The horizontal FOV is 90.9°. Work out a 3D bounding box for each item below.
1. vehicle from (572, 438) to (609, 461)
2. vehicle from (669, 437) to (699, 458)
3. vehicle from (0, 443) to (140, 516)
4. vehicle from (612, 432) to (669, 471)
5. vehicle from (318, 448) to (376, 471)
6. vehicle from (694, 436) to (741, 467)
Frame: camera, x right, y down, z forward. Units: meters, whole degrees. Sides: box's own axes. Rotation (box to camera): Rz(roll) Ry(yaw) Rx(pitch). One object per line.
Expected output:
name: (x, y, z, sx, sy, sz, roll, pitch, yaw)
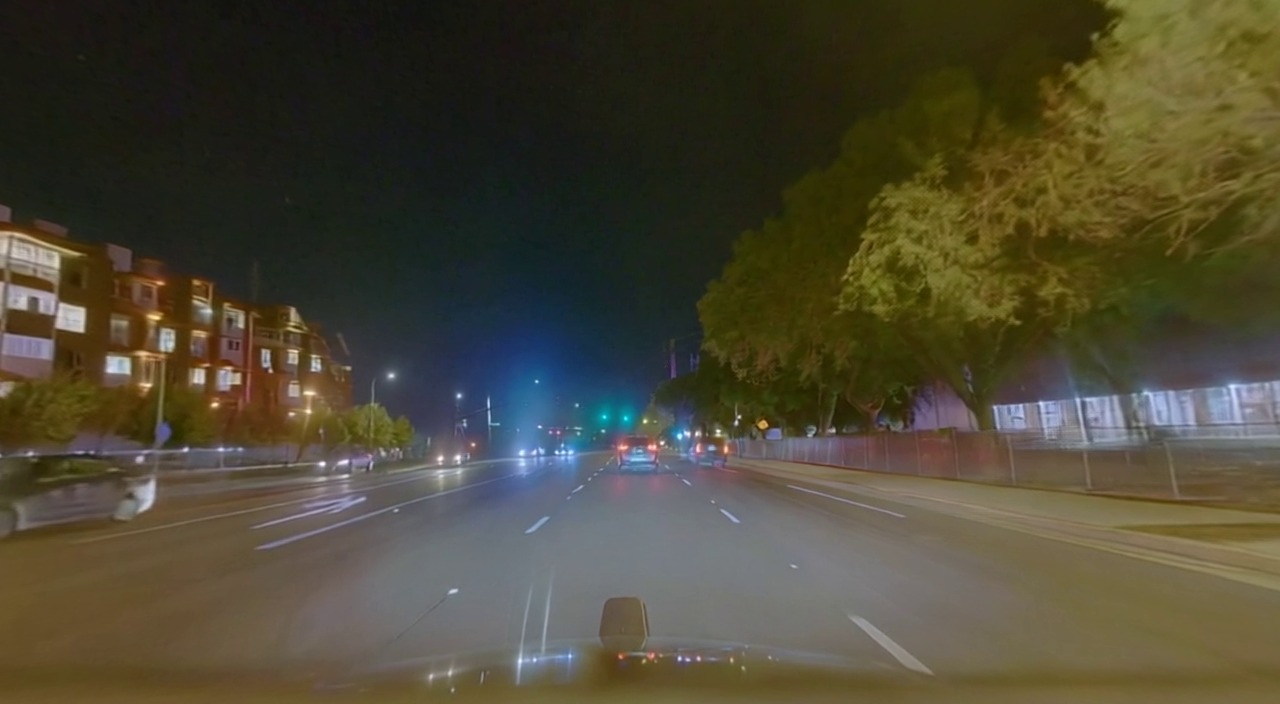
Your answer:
vehicle: (-3.313, 6.636, 43.016, 2.189, 1.441, 4.350, 0, -8, 0)
vehicle: (3.382, 7.399, 48.930, 1.917, 1.493, 4.003, 0, -8, -2)
vehicle: (-14.476, 2.919, 14.819, 1.868, 1.528, 4.317, 0, -8, 0)
vehicle: (0.106, 4.619, 29.381, 2.000, 1.671, 4.276, -2, -8, 8)
vehicle: (-20.735, 7.594, 44.853, 1.863, 1.466, 4.725, 0, -8, 0)
vehicle: (3.907, 5.095, 32.353, 1.974, 1.490, 4.231, -1, -8, 2)
